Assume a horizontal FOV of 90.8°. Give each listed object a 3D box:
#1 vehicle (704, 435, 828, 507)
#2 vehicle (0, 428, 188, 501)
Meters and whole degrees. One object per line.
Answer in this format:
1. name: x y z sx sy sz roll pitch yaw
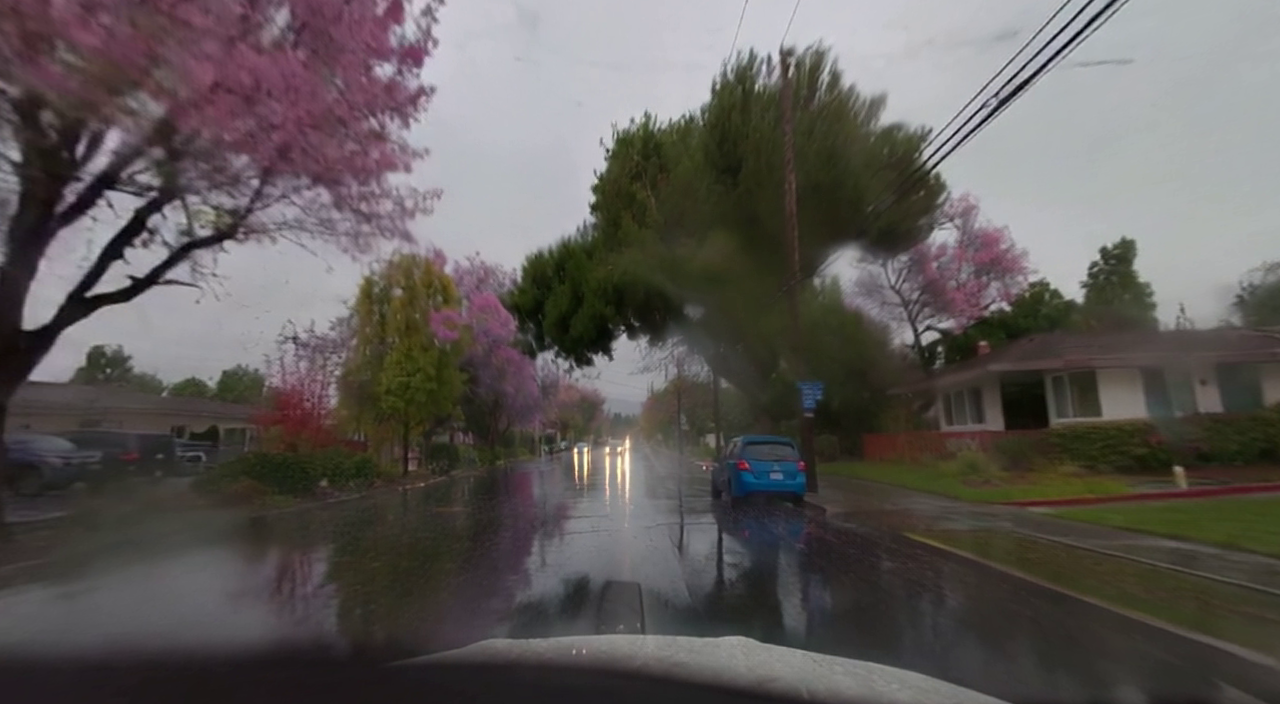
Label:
1. vehicle: 2.817 2.760 15.261 2.022 1.455 4.406 0 -8 -1
2. vehicle: -16.451 3.125 17.653 5.902 1.796 2.183 -1 -7 -2
